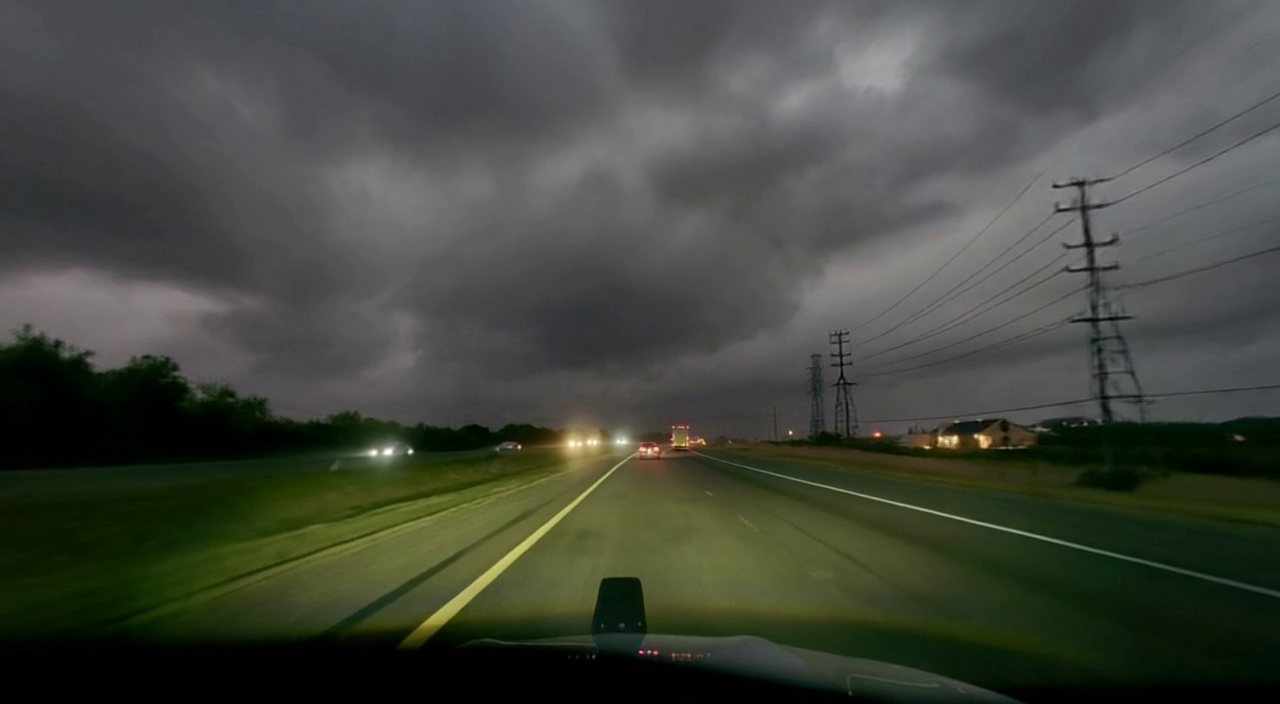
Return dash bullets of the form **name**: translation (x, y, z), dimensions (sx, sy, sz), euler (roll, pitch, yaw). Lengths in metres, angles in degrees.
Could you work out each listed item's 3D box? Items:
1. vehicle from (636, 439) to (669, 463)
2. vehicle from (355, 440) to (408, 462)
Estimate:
- **vehicle**: translation (0.891, 6.917, 44.023), dimensions (2.192, 1.556, 4.132), euler (-1, -8, 1)
- **vehicle**: translation (-20.322, 7.800, 49.772), dimensions (2.087, 1.611, 4.808), euler (-1, -8, 1)
